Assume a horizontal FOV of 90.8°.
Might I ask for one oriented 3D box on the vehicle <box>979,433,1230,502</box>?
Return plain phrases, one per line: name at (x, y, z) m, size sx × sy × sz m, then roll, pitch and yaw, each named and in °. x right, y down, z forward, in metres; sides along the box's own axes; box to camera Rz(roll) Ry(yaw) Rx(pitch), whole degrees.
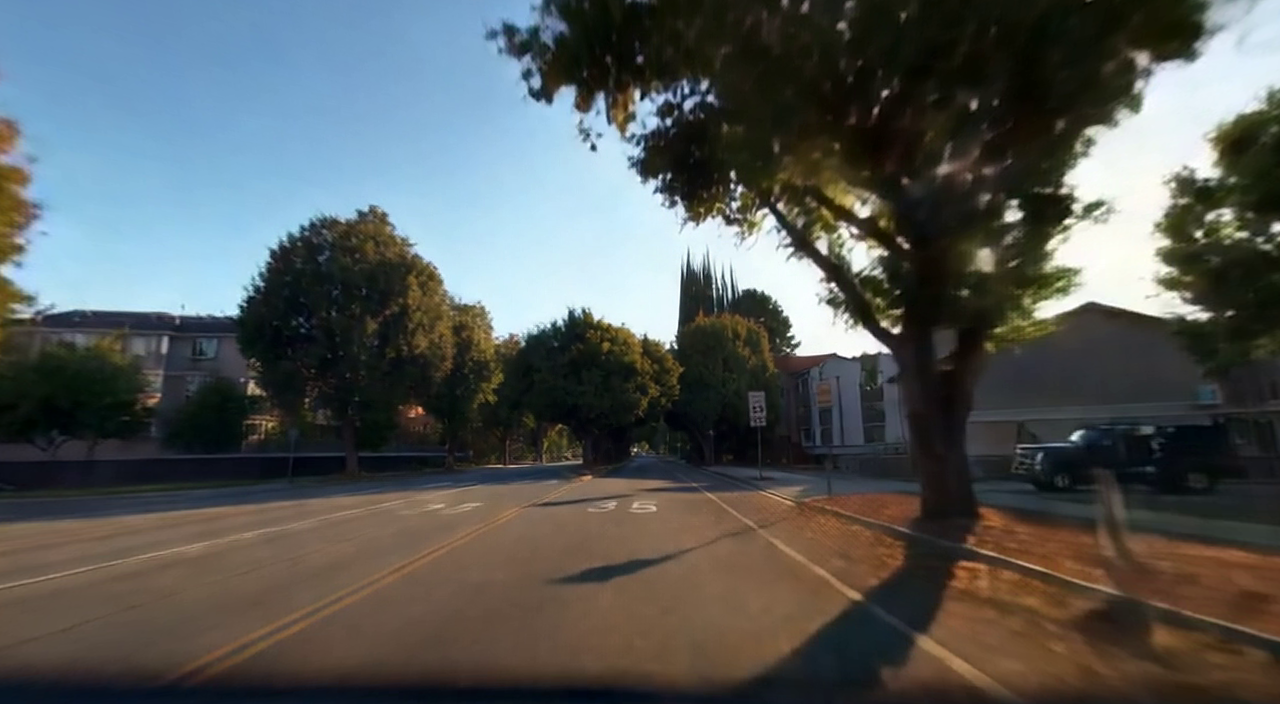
vehicle at (11.354, 2.820, 15.859) m, size 1.809 × 1.432 × 4.629 m, roll 5°, pitch -10°, yaw -31°
